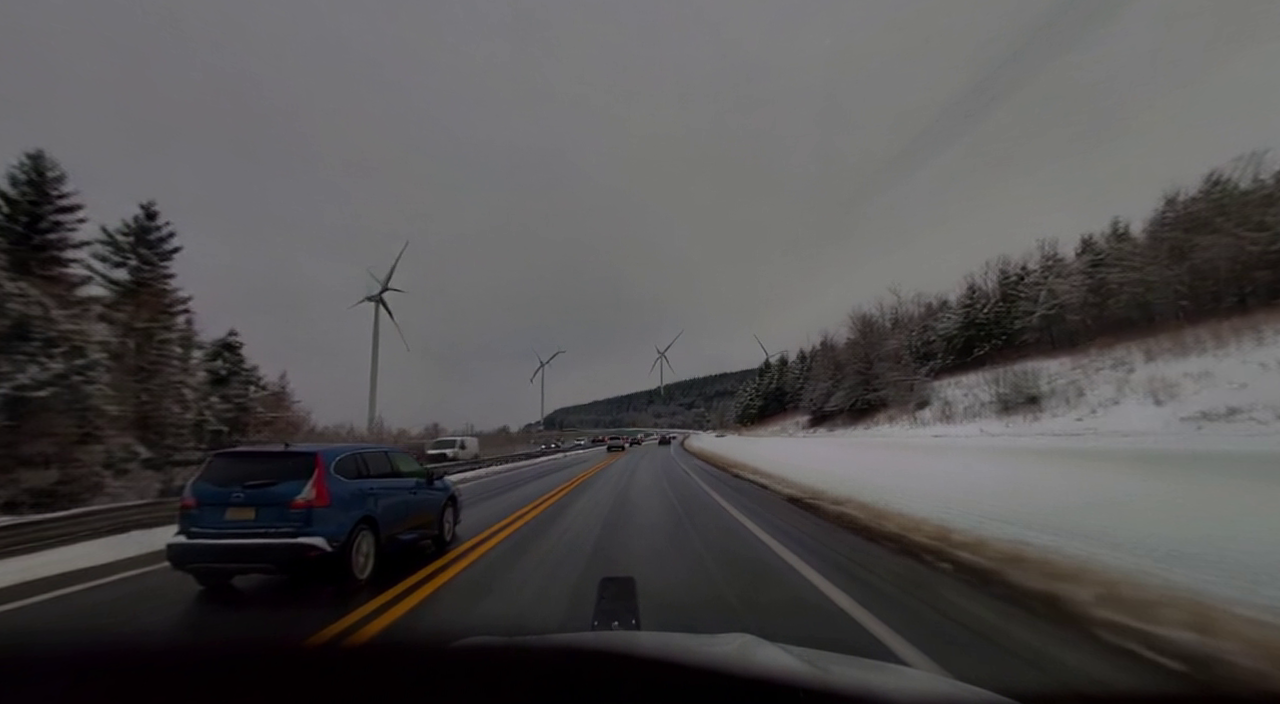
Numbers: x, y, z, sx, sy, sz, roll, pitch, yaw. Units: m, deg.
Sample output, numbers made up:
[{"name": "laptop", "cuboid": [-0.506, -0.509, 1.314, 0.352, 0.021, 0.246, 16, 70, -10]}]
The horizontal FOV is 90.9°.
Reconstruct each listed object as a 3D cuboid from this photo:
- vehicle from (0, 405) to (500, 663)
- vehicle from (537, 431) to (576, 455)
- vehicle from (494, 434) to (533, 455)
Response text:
[{"name": "vehicle", "cuboid": [-2.769, 1.327, 5.836, 1.918, 1.443, 4.422, 0, -8, 0]}, {"name": "vehicle", "cuboid": [-5.736, 6.308, 43.790, 2.012, 1.564, 3.878, 0, -8, 3]}, {"name": "vehicle", "cuboid": [-9.354, 6.861, 46.851, 1.866, 1.501, 3.849, 0, -8, 3]}]
